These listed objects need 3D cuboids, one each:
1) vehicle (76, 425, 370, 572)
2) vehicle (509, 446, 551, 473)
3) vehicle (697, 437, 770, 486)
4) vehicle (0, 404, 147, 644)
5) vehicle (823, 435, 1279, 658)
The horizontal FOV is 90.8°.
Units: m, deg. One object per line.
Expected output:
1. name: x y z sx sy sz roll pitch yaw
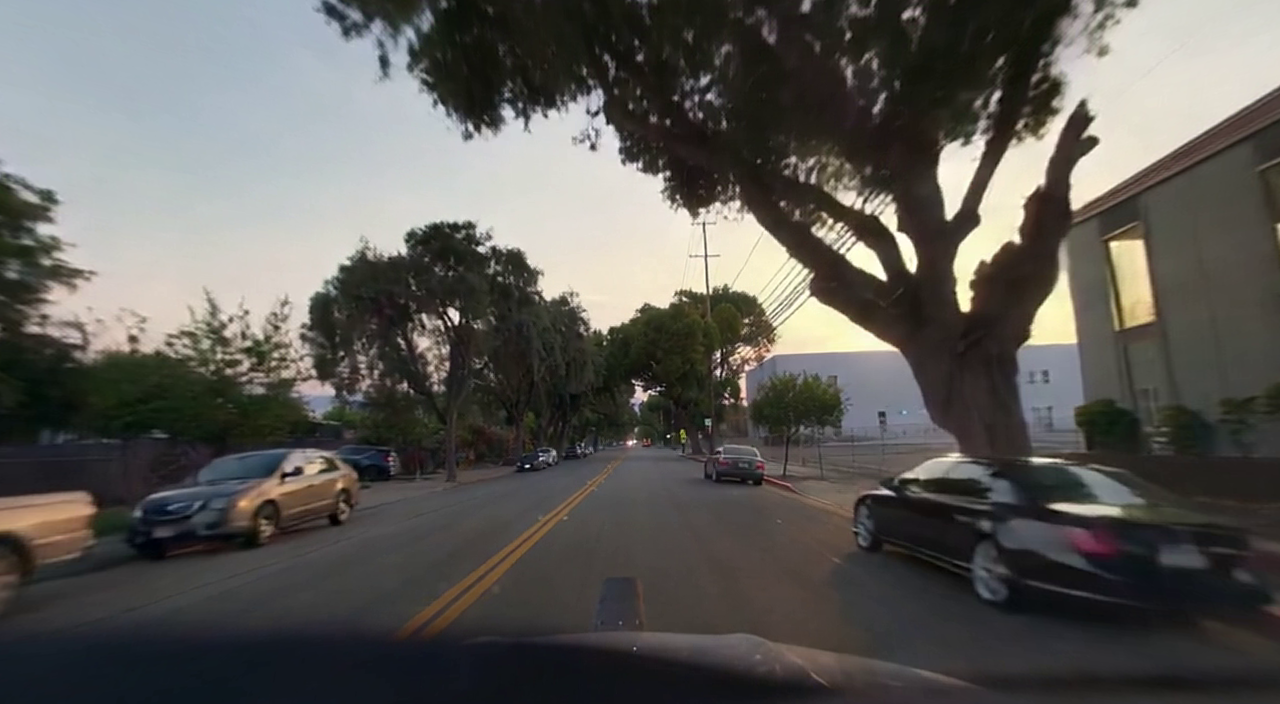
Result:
1. vehicle: -6.628 2.316 10.890 2.059 1.831 4.590 -3 -8 -1
2. vehicle: -6.733 6.631 39.115 1.815 1.402 4.559 -4 -8 -1
3. vehicle: 3.112 3.740 21.905 1.843 1.495 3.930 0 -8 -1
4. vehicle: -6.274 1.238 3.735 2.382 1.869 5.476 -4 -9 -1
5. vehicle: 3.422 1.543 6.218 1.802 1.382 4.300 0 -8 -2
